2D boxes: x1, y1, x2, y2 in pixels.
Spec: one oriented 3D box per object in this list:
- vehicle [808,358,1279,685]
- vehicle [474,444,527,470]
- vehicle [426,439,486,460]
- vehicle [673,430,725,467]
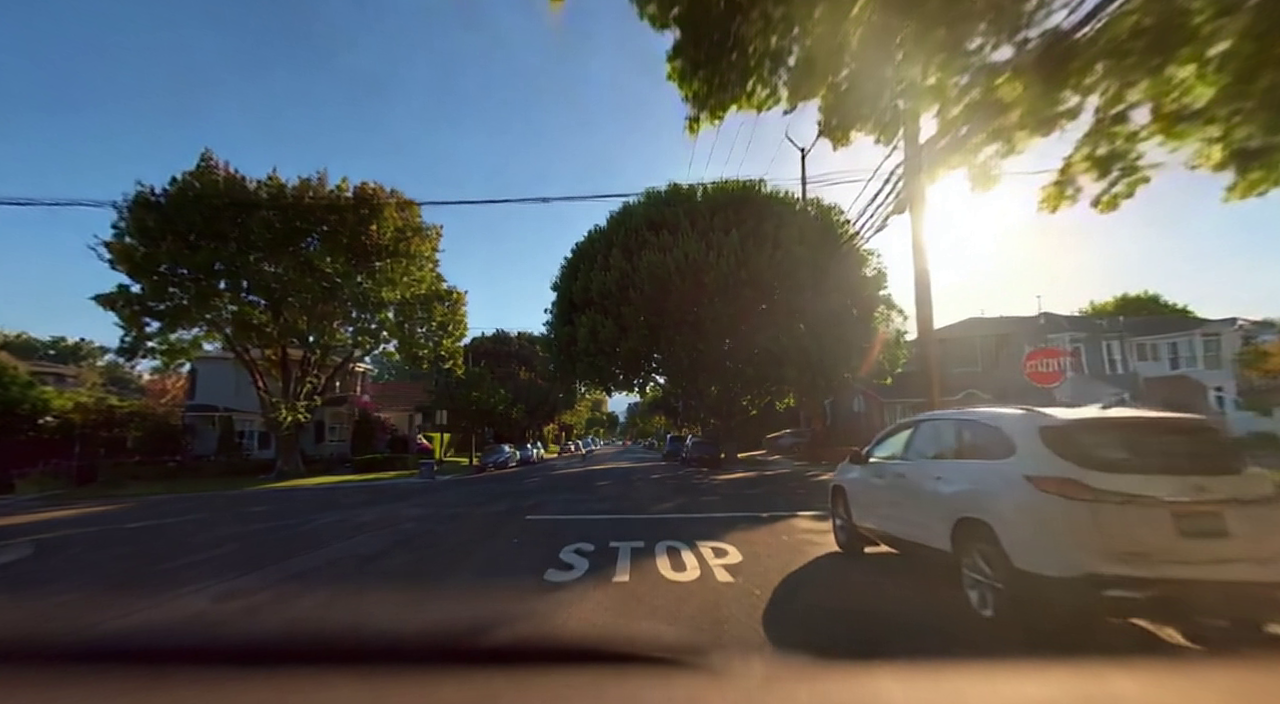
[{"bbox_3d":[3.164,1.197,5.577,2.035,1.708,4.355,0,-8,-2],"label":"vehicle"},{"bbox_3d":[-7.366,5.556,33.627,1.926,1.307,3.909,0,-8,0],"label":"vehicle"},{"bbox_3d":[-13.602,7.225,46.889,3.905,1.480,1.892,0,-8,-1],"label":"vehicle"},{"bbox_3d":[2.944,4.940,32.448,2.114,1.708,4.474,0,-8,-1],"label":"vehicle"}]
